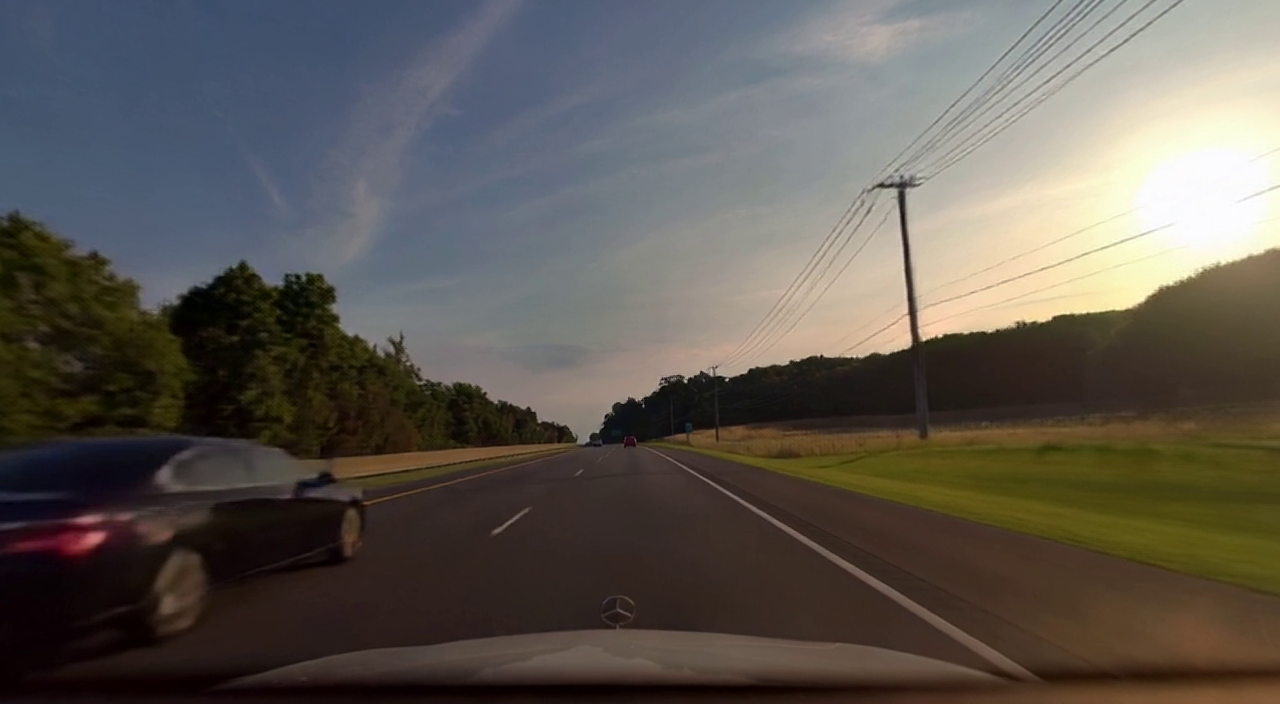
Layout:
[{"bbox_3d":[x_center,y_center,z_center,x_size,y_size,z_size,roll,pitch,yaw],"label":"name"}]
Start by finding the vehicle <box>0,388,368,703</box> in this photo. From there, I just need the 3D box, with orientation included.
[{"bbox_3d":[-3.788,1.088,3.897,2.150,1.532,4.671,0,-8,-1],"label":"vehicle"}]
